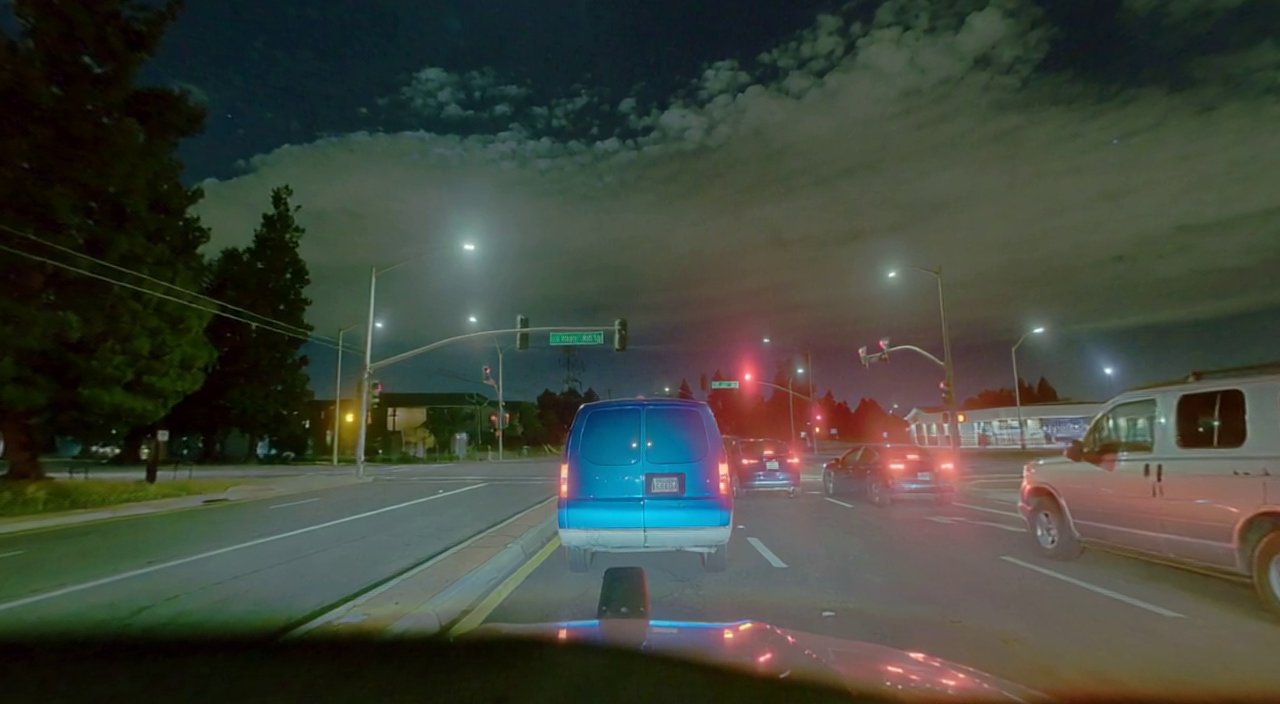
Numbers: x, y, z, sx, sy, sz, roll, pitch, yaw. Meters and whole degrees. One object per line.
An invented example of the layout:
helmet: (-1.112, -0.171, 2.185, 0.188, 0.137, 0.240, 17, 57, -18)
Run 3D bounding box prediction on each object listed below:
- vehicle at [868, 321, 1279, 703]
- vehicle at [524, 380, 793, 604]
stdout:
vehicle: (2.901, 0.946, 3.189, 1.971, 1.663, 4.287, 0, -8, 2)
vehicle: (0.166, 1.464, 7.425, 2.185, 1.822, 4.391, 0, -8, 0)
